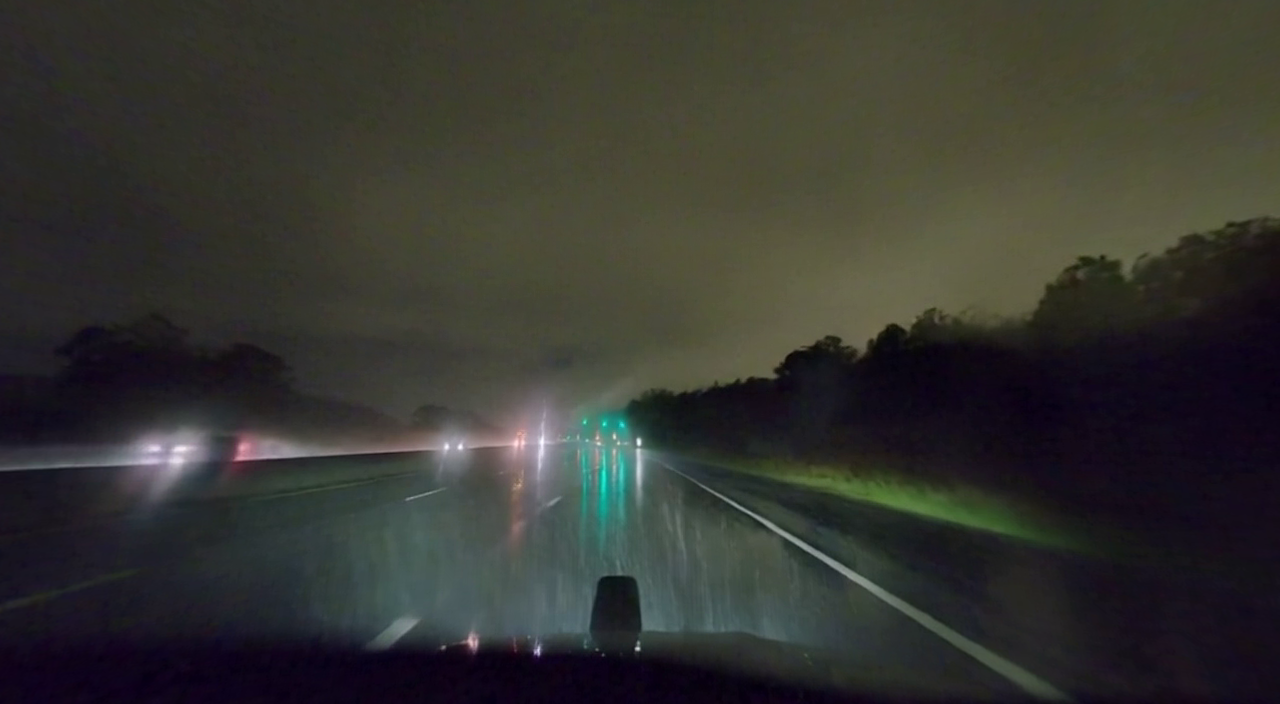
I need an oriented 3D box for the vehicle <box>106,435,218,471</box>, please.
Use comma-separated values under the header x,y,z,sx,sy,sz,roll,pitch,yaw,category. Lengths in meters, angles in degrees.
x,y,z,sx,sy,sz,roll,pitch,yaw,category
-23.614,4.988,31.376,1.938,1.603,4.827,0,-8,-2,vehicle
